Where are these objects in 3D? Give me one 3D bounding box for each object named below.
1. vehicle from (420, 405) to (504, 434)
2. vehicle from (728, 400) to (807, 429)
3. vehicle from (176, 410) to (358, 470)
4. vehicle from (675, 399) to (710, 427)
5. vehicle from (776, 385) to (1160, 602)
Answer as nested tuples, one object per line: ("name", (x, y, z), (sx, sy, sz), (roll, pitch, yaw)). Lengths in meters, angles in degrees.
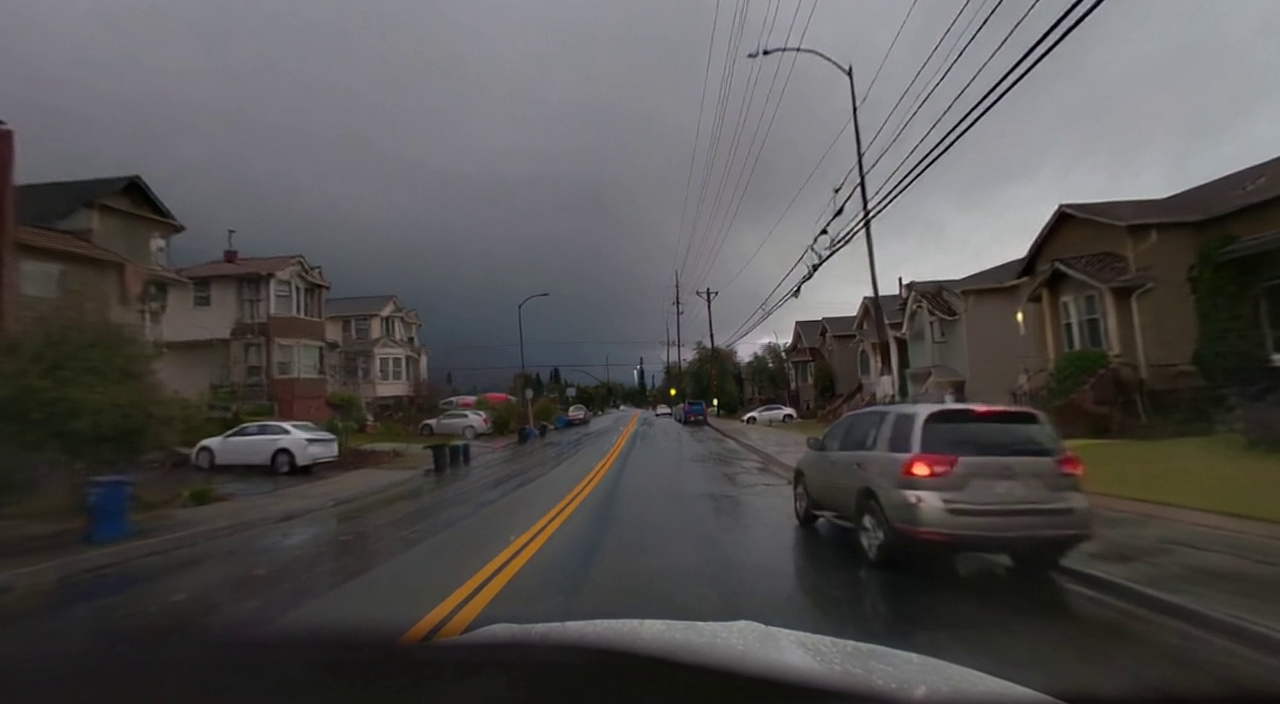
("vehicle", (-10.927, 4.184, 38.832), (4.484, 1.538, 1.901), (3, -7, 4))
("vehicle", (8.375, 4.175, 41.817), (4.893, 1.642, 1.874), (-2, -9, 5))
("vehicle", (-11.785, 2.810, 20.119), (4.525, 1.797, 2.024), (-1, -8, 4))
("vehicle", (3.874, 4.567, 47.391), (2.277, 1.917, 5.495), (0, -5, 1))
("vehicle", (3.342, 1.487, 7.869), (2.211, 1.860, 4.813), (0, -7, 0))
